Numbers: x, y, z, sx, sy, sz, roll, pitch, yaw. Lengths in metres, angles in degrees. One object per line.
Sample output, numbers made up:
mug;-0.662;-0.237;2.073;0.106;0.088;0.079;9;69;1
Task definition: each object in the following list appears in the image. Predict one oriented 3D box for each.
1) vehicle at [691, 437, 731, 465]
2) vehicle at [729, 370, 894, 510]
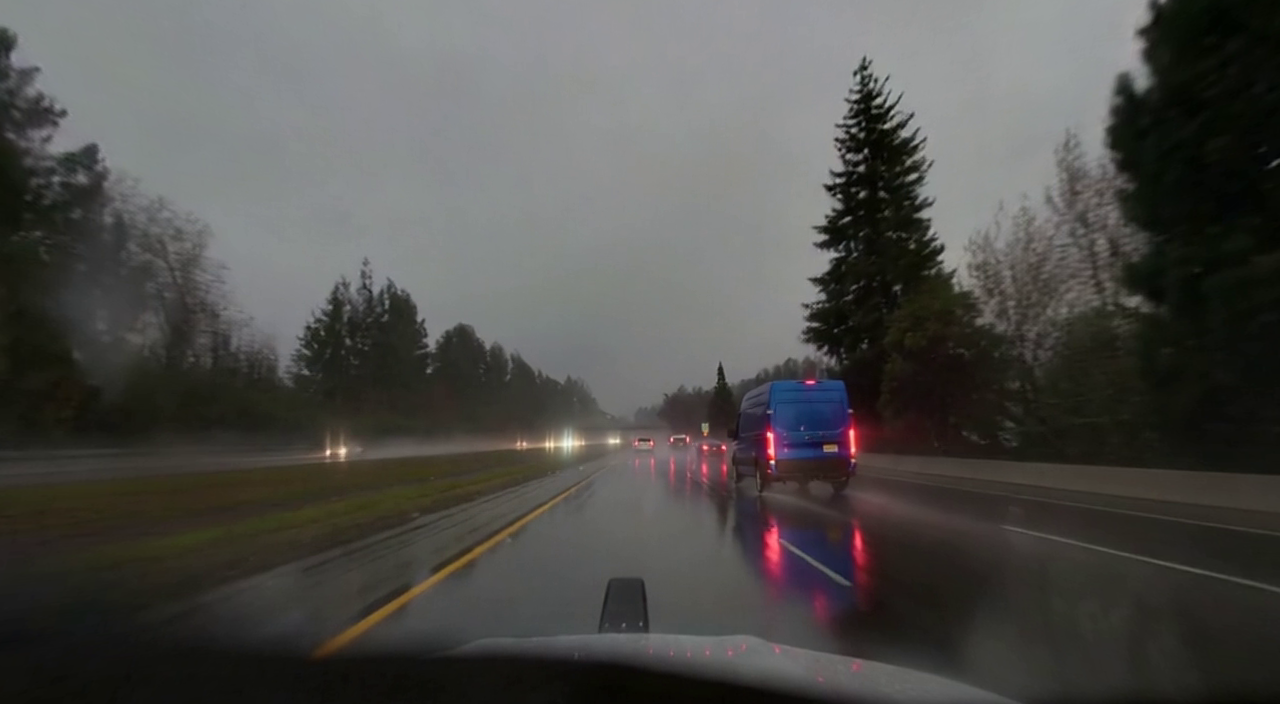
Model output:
vehicle;4.453;6.265;40.180;2.034;1.651;4.342;0;-8;0
vehicle;3.690;2.107;15.085;2.302;2.670;5.912;0;-8;1
